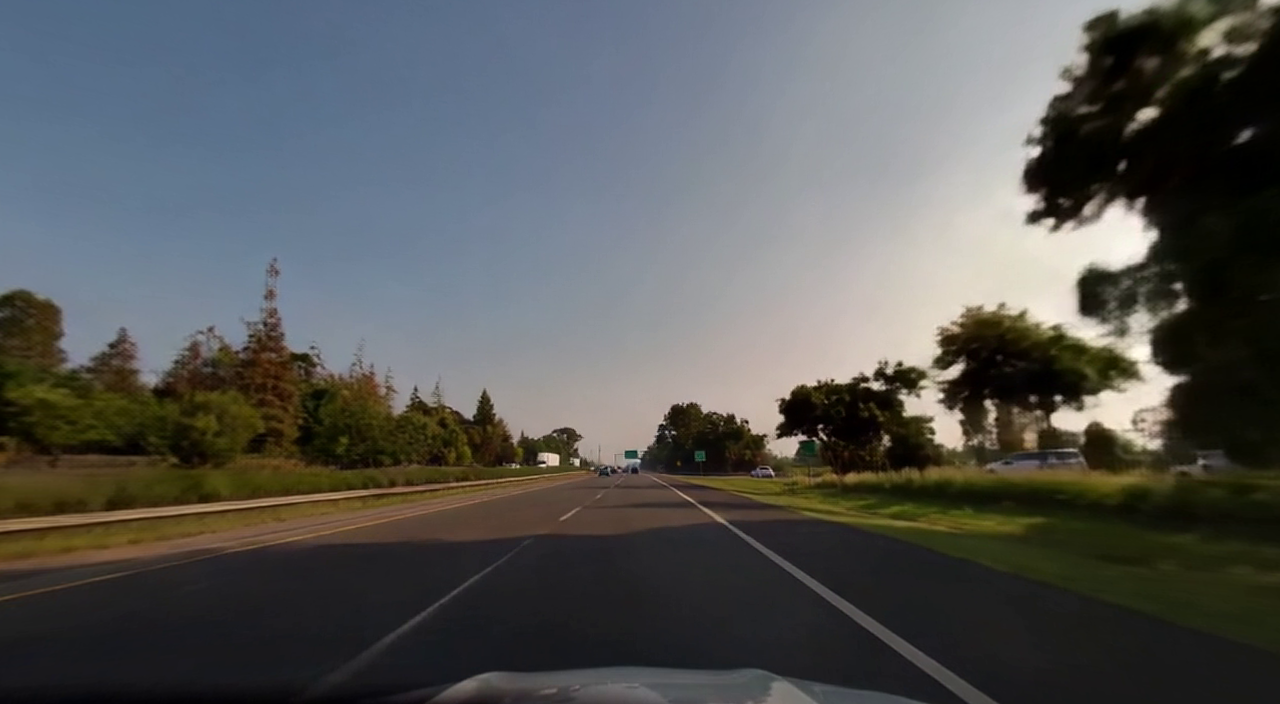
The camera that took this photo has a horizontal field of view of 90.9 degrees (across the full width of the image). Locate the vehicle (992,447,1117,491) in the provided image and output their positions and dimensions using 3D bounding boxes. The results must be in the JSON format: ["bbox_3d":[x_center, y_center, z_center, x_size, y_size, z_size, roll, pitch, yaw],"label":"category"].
[{"bbox_3d":[15.930,4.553,24.498,1.973,1.540,3.978,1,-11,-3],"label":"vehicle"}]
